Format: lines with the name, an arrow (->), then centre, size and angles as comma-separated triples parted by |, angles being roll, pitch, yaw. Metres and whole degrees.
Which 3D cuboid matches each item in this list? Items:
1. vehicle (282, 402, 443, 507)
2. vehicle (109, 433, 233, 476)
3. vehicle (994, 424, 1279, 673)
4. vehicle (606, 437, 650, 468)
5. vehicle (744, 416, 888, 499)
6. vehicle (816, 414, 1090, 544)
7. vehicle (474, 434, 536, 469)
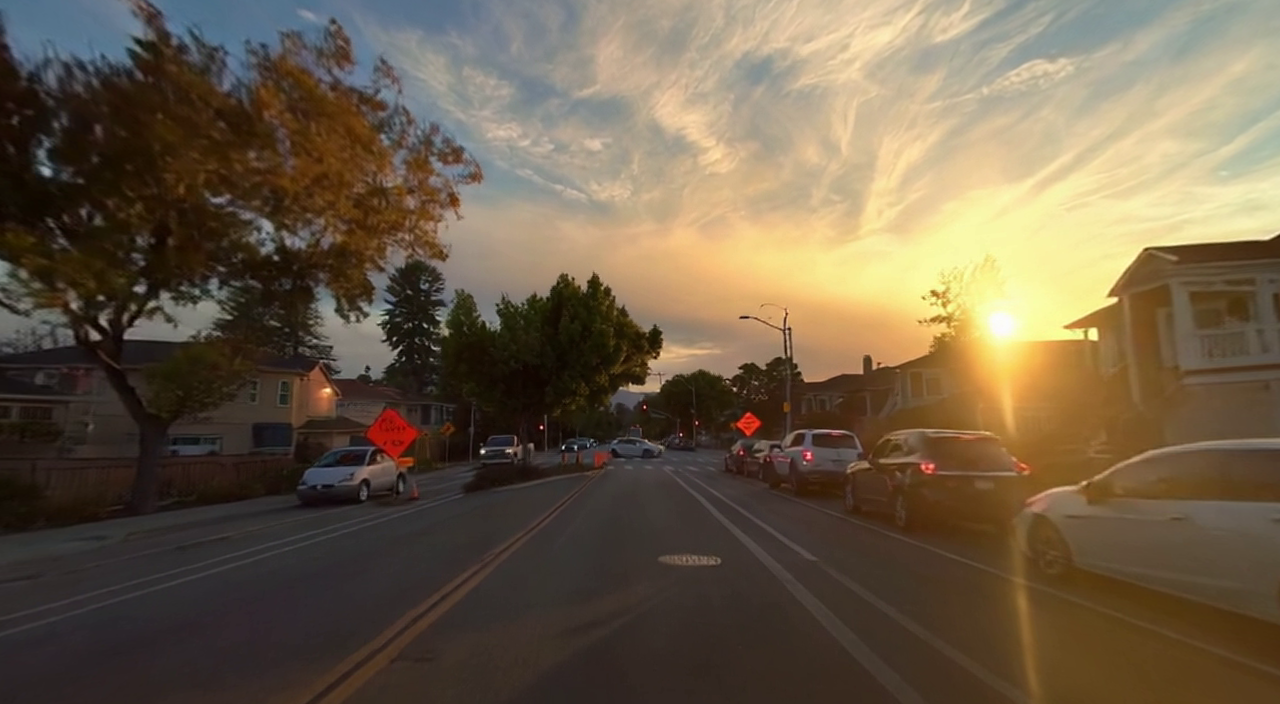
vehicle -> -7.768, 2.922, 18.234 | 2.526, 2.631, 4.228 | 0, -8, 2
vehicle -> -23.336, 5.087, 31.443 | 4.491, 2.031, 2.045 | -1, -8, 1
vehicle -> 4.766, 1.272, 4.448 | 1.912, 1.463, 4.477 | 0, -8, 0
vehicle -> -0.579, 5.198, 32.781 | 2.151, 1.481, 4.084 | 0, -8, 1
vehicle -> 4.646, 2.932, 17.865 | 2.279, 1.946, 5.925 | 0, -8, -1
vehicle -> 4.868, 2.050, 10.856 | 2.225, 1.715, 4.755 | 0, -8, -1
vehicle -> -8.505, 6.362, 40.356 | 2.659, 2.047, 6.014 | 0, -8, 0
